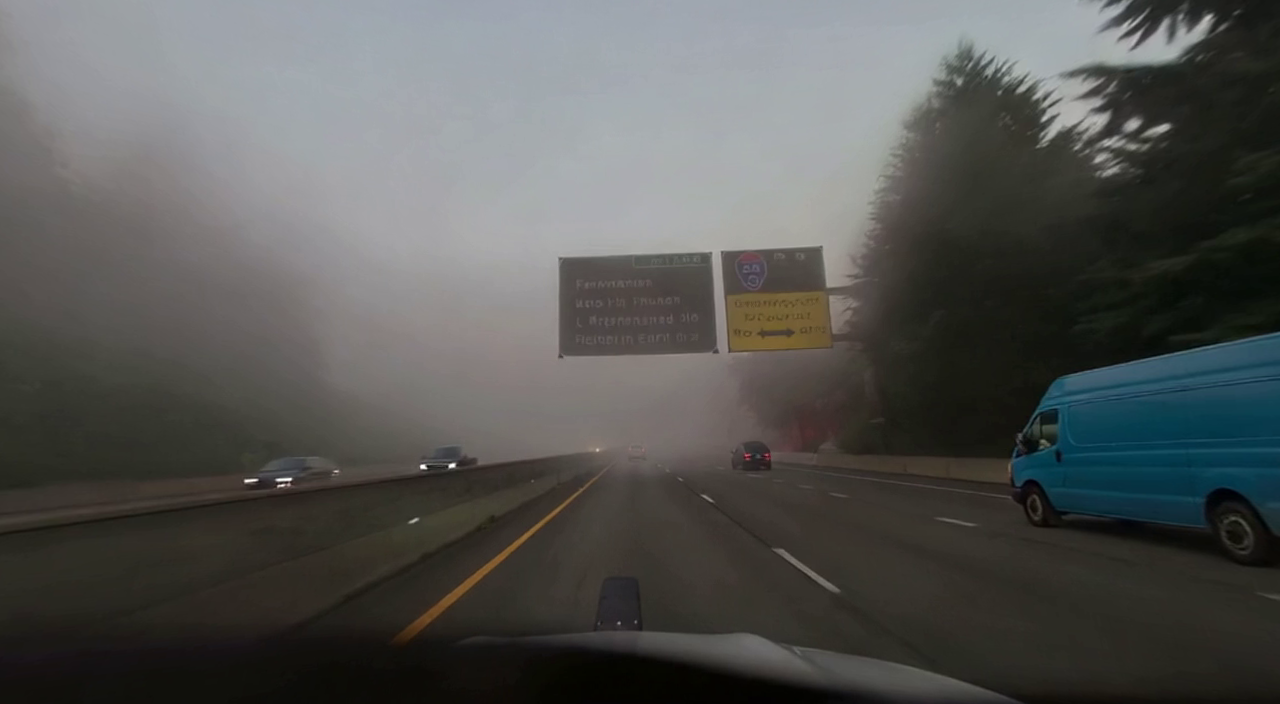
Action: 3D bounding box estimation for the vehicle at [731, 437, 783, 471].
[{"bbox_3d":[7.128,6.275,38.831,2.156,1.943,5.010,0,-9,-1],"label":"vehicle"}]

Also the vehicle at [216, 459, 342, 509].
[{"bbox_3d":[-12.090,4.415,21.417,1.821,1.433,4.166,0,-9,-1],"label":"vehicle"}]

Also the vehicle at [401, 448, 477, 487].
[{"bbox_3d":[-8.569,4.932,27.157,1.932,1.518,4.068,0,-9,0],"label":"vehicle"}]

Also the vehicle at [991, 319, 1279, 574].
[{"bbox_3d":[7.791,1.301,8.607,2.283,2.631,6.053,0,-9,-1],"label":"vehicle"}]
